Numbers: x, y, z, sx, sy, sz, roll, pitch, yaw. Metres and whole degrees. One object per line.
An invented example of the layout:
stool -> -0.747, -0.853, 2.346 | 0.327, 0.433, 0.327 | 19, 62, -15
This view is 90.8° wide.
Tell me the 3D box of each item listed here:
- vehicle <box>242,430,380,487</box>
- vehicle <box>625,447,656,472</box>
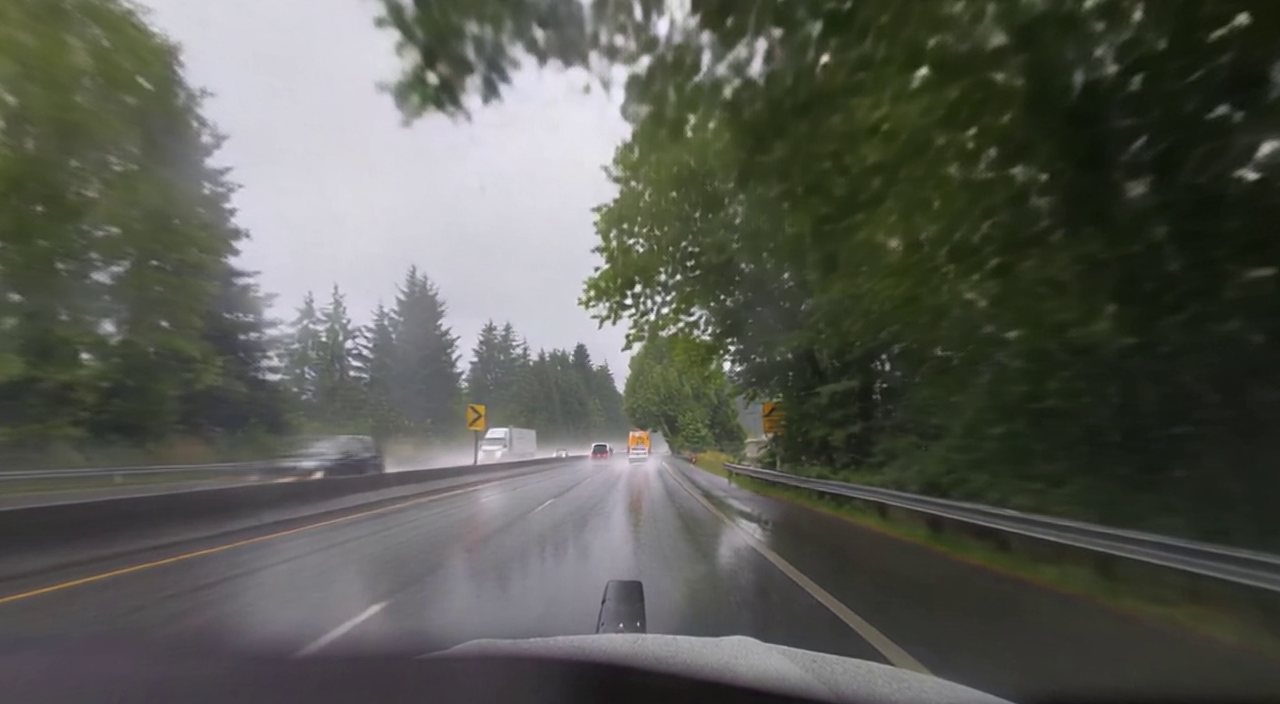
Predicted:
vehicle -> -11.762, 3.878, 23.103 | 2.235, 1.823, 5.143 | 0, -9, 0
vehicle -> -0.009, 6.681, 39.248 | 1.853, 1.436, 3.438 | 0, -9, -1
